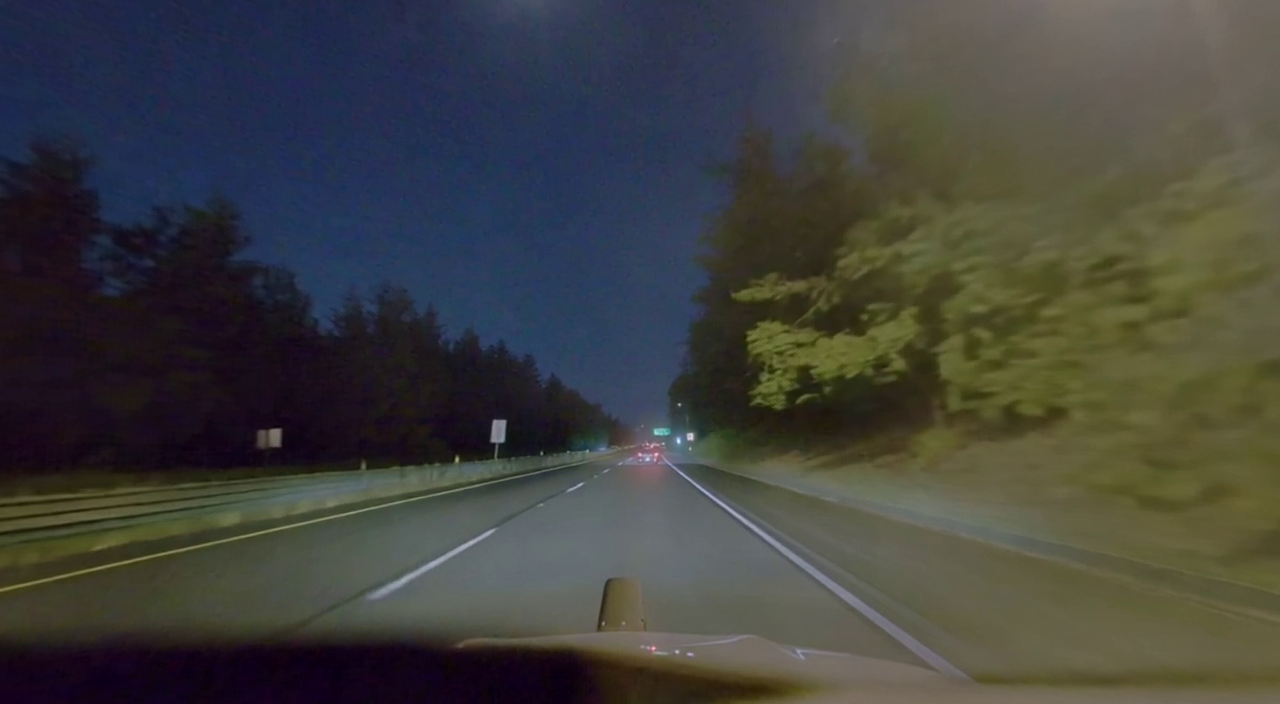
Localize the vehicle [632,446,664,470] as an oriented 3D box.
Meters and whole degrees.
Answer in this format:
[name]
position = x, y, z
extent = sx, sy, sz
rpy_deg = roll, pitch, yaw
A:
[vehicle]
position = 0.507, 6.857, 40.844
extent = 1.934, 1.488, 3.832
rpy_deg = 0, -9, 1
